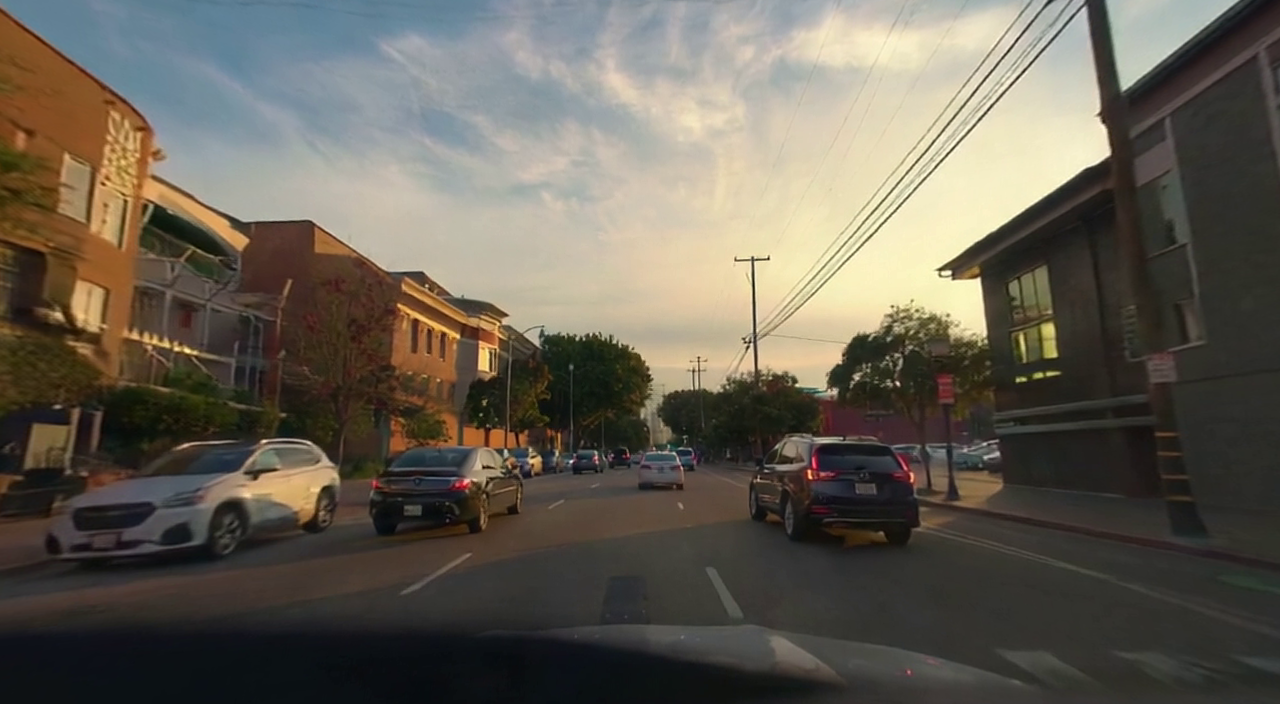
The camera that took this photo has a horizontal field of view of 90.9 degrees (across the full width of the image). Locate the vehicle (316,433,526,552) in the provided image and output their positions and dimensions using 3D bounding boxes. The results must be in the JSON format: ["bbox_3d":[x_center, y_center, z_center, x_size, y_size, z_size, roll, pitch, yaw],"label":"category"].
[{"bbox_3d":[-3.402,2.205,10.753,2.085,1.619,3.976,0,-7,1],"label":"vehicle"}]

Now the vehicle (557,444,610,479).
[{"bbox_3d":[-2.698,5.316,30.992,2.019,1.507,4.643,-1,-7,2],"label":"vehicle"}]

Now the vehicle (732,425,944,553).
[{"bbox_3d":[3.025,2.152,10.825,2.094,1.709,4.394,0,-7,-1],"label":"vehicle"}]

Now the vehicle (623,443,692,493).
[{"bbox_3d":[0.569,3.904,21.734,2.139,1.466,4.373,0,-7,0],"label":"vehicle"}]

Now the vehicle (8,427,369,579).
[{"bbox_3d":[-6.175,2.029,9.497,2.093,1.724,4.333,-1,-7,2],"label":"vehicle"}]
